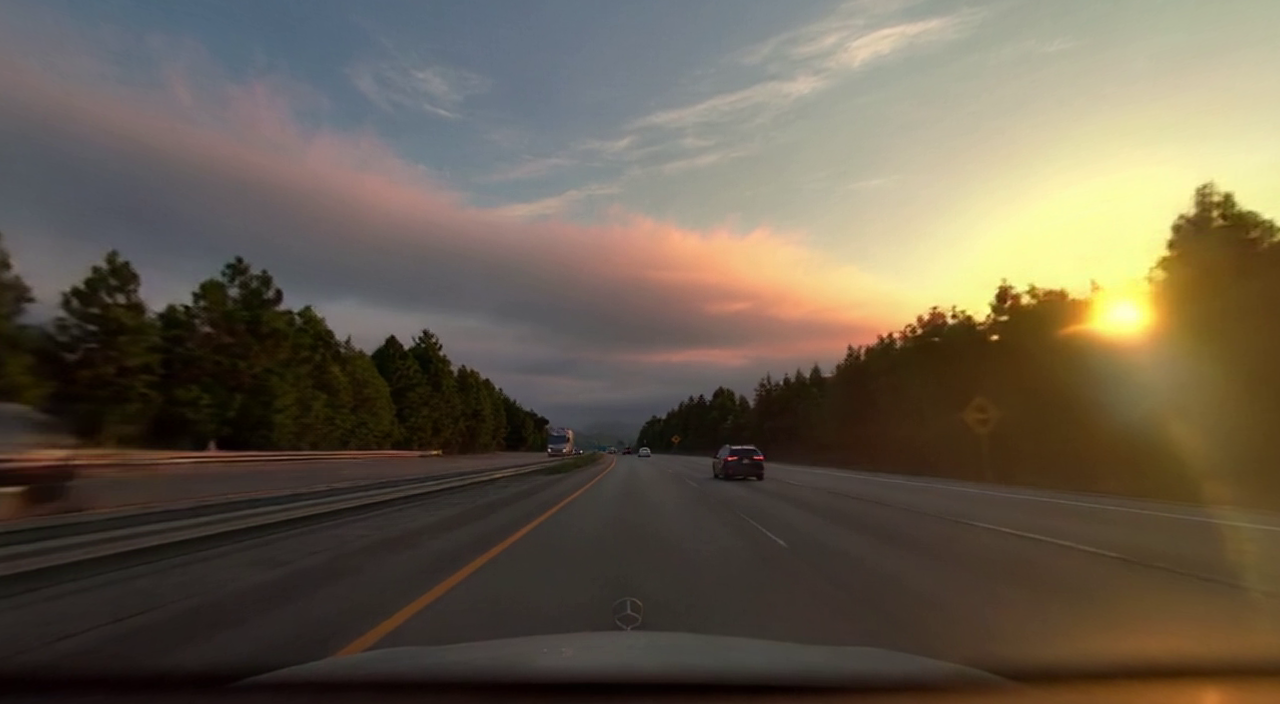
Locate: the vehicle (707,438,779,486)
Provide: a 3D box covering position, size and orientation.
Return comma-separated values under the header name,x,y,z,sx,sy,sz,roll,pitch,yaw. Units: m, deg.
name,x,y,z,sx,sy,sz,roll,pitch,yaw
vehicle,3.870,4.218,24.389,1.933,1.663,4.440,0,-9,-1
